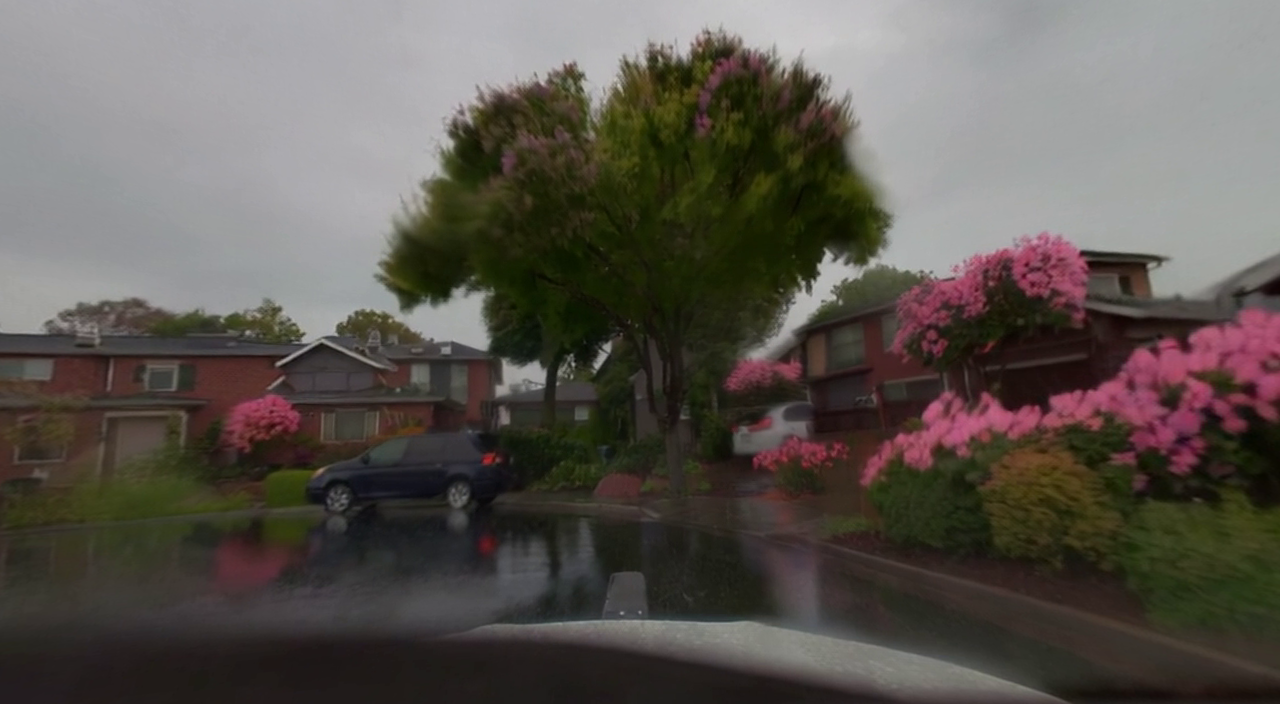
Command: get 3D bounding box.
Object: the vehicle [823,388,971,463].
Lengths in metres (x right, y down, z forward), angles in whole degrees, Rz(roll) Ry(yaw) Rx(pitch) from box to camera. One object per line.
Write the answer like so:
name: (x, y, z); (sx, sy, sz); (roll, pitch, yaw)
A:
vehicle: (7.253, 1.968, 17.606); (2.152, 1.773, 4.495); (-9, -8, 44)

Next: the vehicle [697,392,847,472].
vehicle: (3.885, 2.240, 18.112); (2.310, 1.701, 4.280); (-10, -6, 39)

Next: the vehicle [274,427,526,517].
vehicle: (-5.282, 2.670, 14.352); (4.815, 1.827, 2.147); (-1, -9, 7)
